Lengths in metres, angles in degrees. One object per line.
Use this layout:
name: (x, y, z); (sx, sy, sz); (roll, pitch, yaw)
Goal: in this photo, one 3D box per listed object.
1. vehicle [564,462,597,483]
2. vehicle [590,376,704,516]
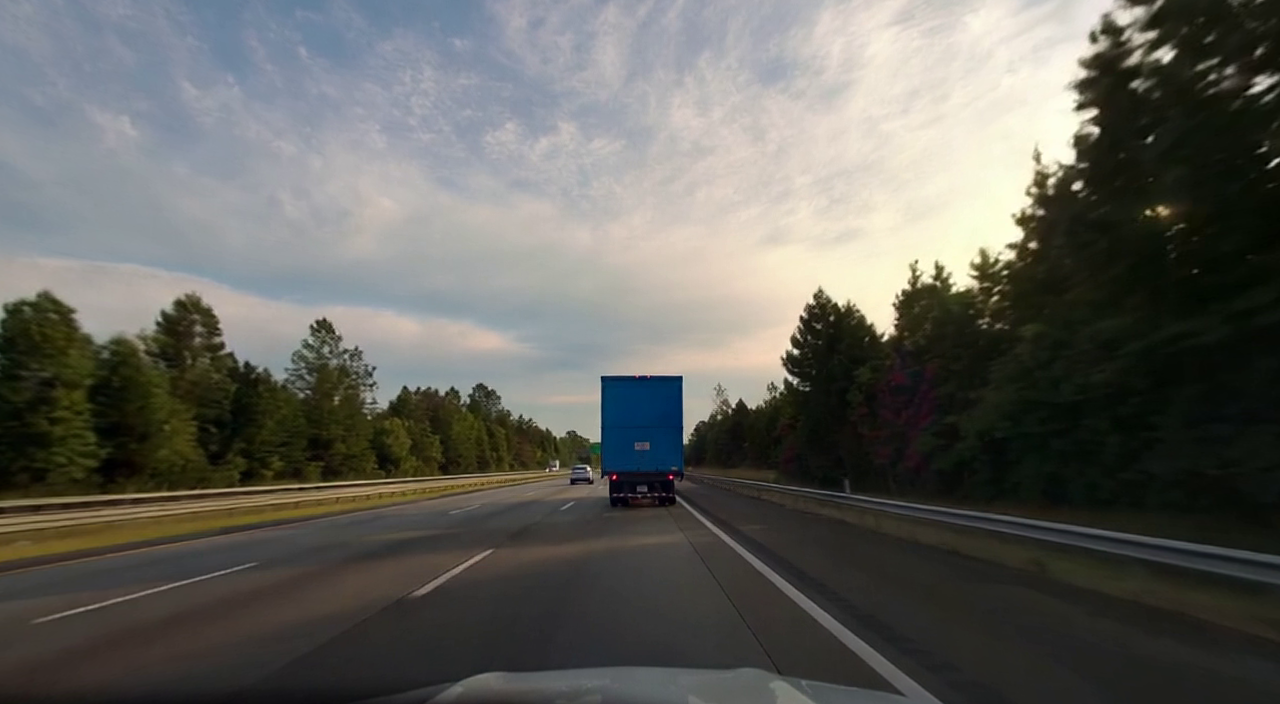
vehicle: (-4.540, 9.365, 48.926); (2.104, 1.536, 4.599); (1, -10, 0)
vehicle: (0.043, 3.354, 21.590); (3.008, 3.678, 9.512); (1, -10, -2)
